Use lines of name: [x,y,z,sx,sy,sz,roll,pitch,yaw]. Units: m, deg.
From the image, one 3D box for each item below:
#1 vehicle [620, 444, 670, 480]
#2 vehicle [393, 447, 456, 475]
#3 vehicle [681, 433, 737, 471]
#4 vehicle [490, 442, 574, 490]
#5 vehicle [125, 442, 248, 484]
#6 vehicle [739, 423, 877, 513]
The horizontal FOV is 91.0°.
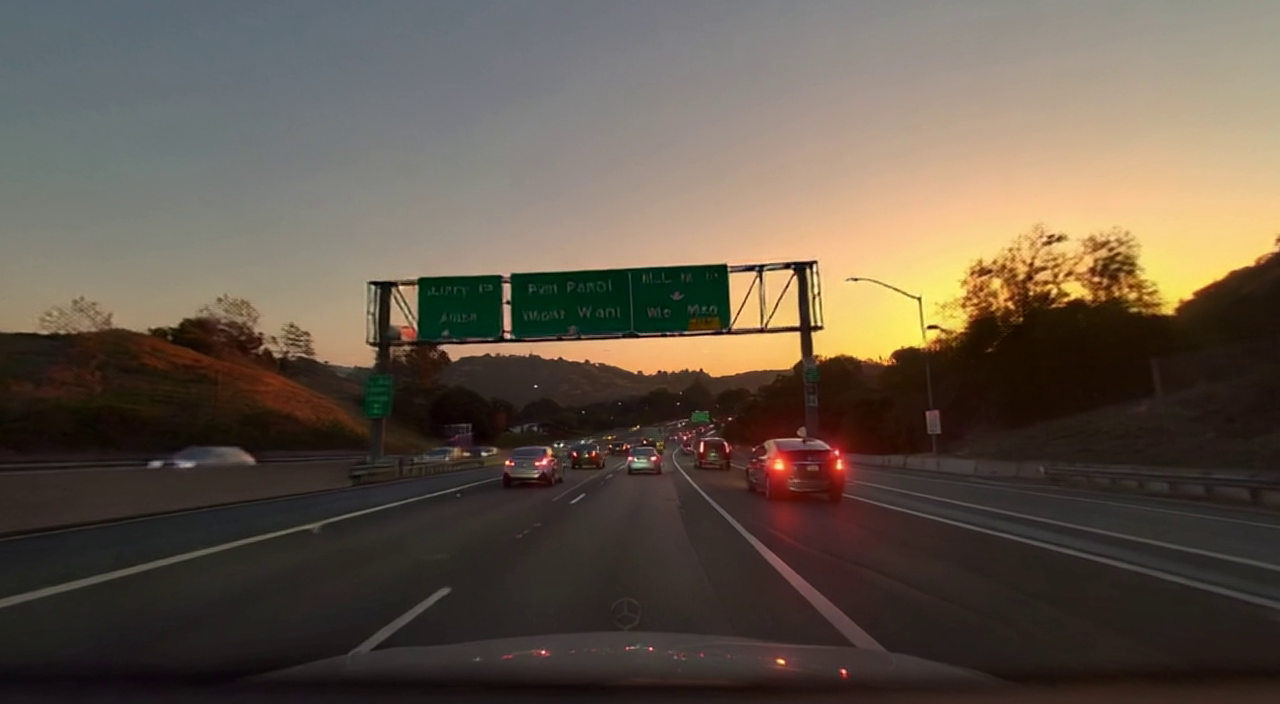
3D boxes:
vehicle: [0.244,4.890,28.280,2.071,1.478,4.130,0,-9,1]
vehicle: [-12.067,6.114,35.519,1.908,1.506,4.253,0,-9,2]
vehicle: [4.133,6.224,39.136,2.802,2.151,6.579,0,-9,1]
vehicle: [-3.647,3.957,22.158,1.996,1.488,4.451,0,-9,2]
vehicle: [-19.845,4.861,27.873,2.033,1.684,4.440,0,-9,1]
vehicle: [3.652,2.623,14.602,2.045,1.768,4.249,0,-9,0]
